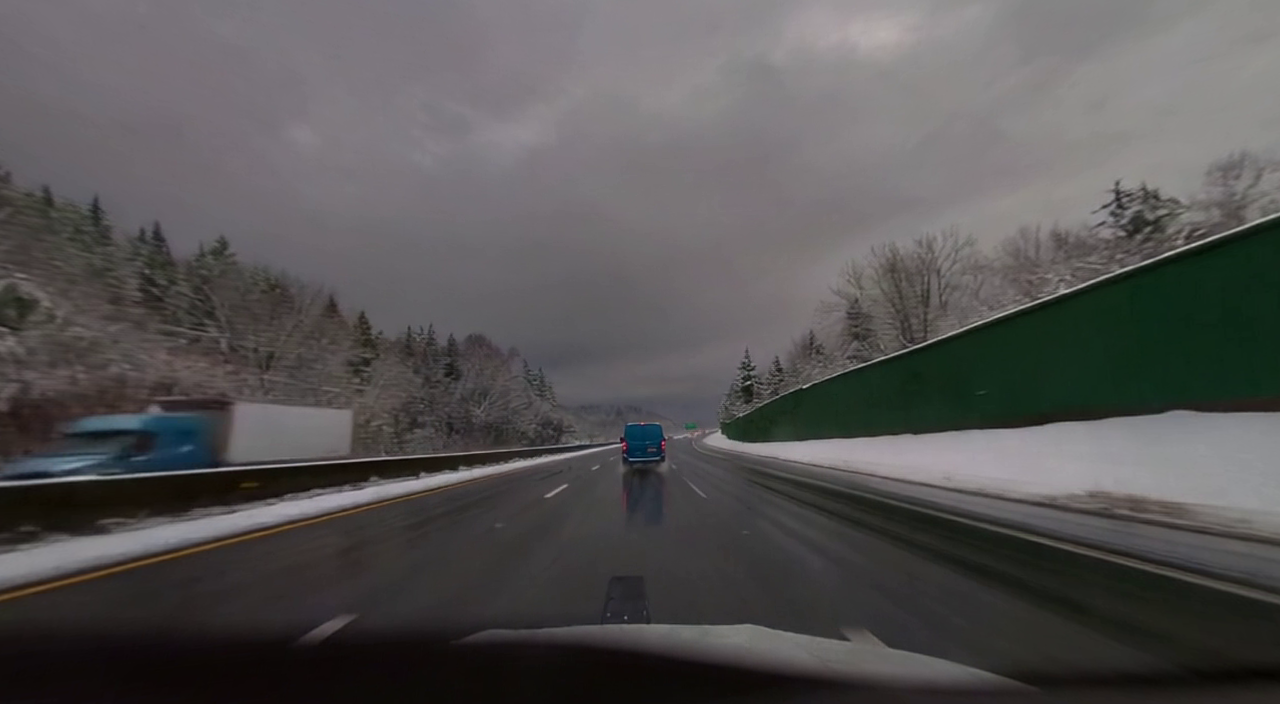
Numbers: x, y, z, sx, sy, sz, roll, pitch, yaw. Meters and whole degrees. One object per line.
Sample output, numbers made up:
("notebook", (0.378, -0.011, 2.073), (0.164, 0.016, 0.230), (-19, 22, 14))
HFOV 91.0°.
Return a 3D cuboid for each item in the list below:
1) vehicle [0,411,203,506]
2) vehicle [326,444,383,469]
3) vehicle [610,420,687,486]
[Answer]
("vehicle", (-16.993, 3.218, 19.551), (2.401, 2.471, 5.918), (0, -8, 1))
("vehicle", (-18.967, 6.949, 41.987), (1.864, 1.588, 4.152), (0, -8, 0))
("vehicle", (0.237, 3.328, 21.032), (2.283, 1.956, 4.421), (0, -8, 0))
